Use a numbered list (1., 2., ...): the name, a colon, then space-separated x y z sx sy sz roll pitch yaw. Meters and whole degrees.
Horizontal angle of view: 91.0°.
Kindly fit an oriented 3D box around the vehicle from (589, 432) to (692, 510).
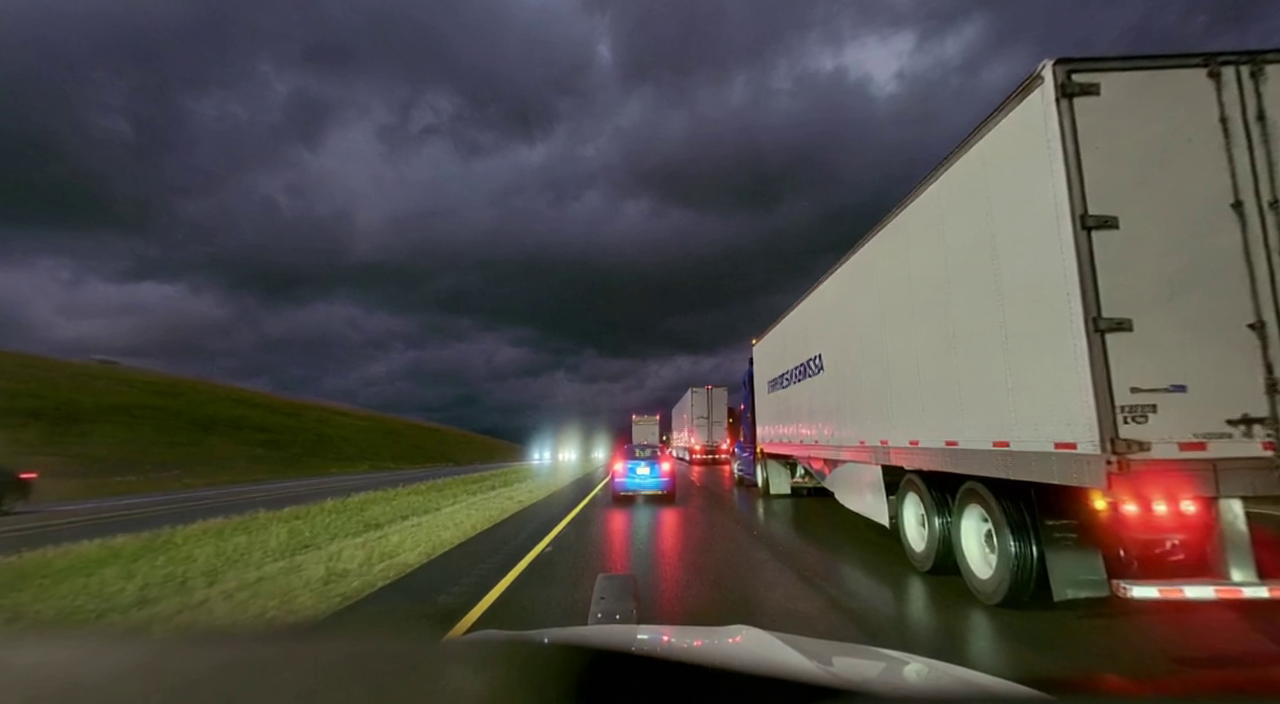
1. vehicle: 0.008 2.616 14.376 2.045 1.507 3.763 -1 -8 0

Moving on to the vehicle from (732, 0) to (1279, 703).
1. vehicle: 4.430 0.564 10.500 3.410 4.438 14.410 -1 -8 -1
